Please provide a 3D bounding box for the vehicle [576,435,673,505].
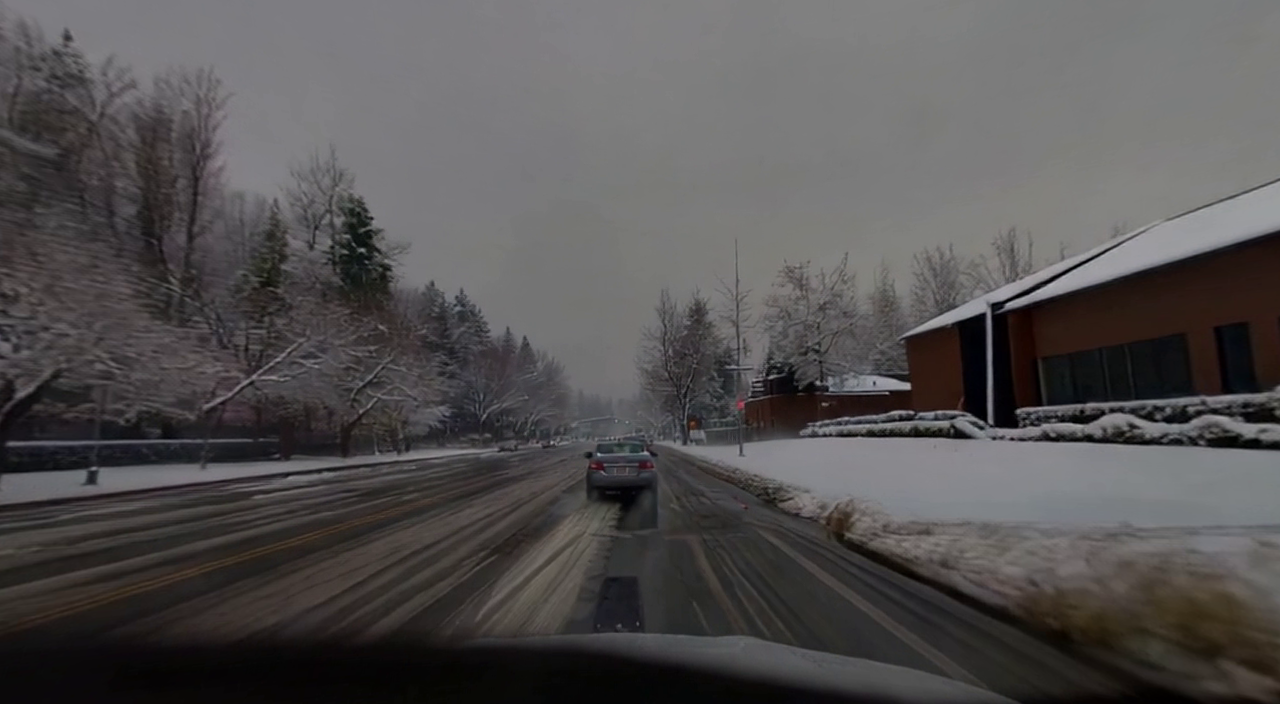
[{"bbox_3d":[-0.404,2.888,15.963,2.116,1.479,4.358,0,-8,-2],"label":"vehicle"}]
